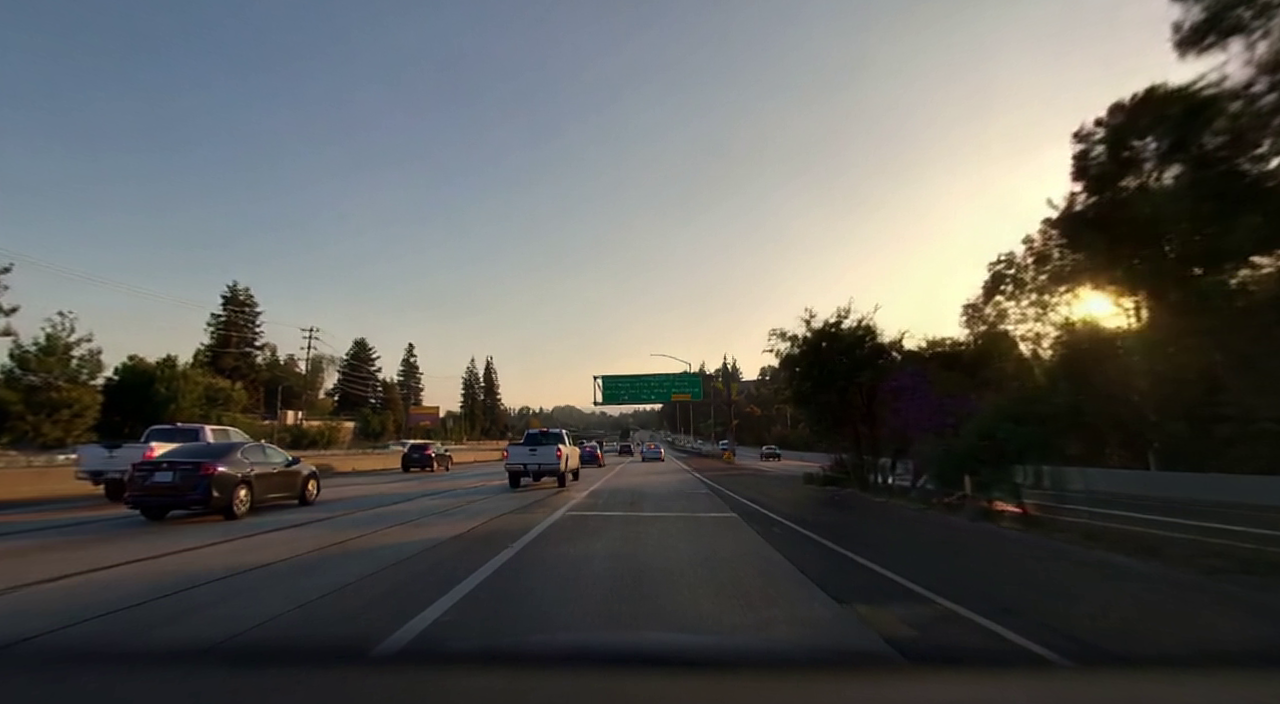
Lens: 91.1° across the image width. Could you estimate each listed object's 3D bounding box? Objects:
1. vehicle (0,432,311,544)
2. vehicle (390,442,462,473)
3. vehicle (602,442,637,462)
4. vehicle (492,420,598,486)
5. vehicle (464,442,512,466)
[{"bbox_3d":[-7.845,2.149,10.651,1.964,1.481,4.425,-1,-8,2],"label":"vehicle"},{"bbox_3d":[-10.699,5.273,31.721,1.884,1.453,4.579,0,-8,2],"label":"vehicle"},{"bbox_3d":[-1.522,7.658,48.171,2.013,1.444,4.447,-1,-8,7],"label":"vehicle"},{"bbox_3d":[-3.304,3.751,23.649,2.815,2.092,6.526,0,-8,2],"label":"vehicle"},{"bbox_3d":[-10.210,6.857,42.438,1.915,1.472,4.502,-1,-8,3],"label":"vehicle"}]
